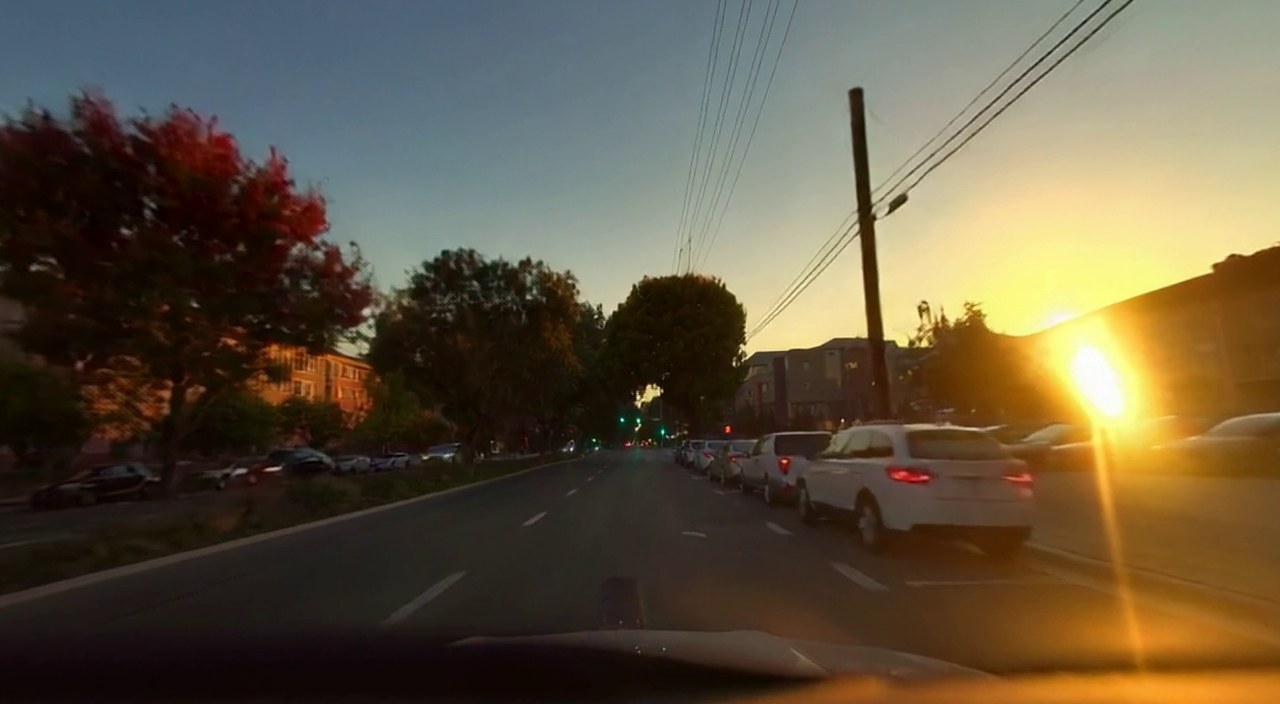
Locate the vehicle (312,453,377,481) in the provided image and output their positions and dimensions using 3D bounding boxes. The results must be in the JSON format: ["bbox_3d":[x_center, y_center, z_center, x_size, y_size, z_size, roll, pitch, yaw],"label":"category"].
[{"bbox_3d":[-18.201,7.084,39.141,1.958,1.534,4.428,0,-8,-1],"label":"vehicle"}]

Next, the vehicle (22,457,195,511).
[{"bbox_3d":[-17.882,4.424,21.641,1.932,1.510,4.685,0,-8,-2],"label":"vehicle"}]

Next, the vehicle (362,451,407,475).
[{"bbox_3d":[-18.231,7.910,45.185,1.760,1.566,3.664,0,-8,-2],"label":"vehicle"}]

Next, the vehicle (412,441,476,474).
[{"bbox_3d":[-11.363,6.141,37.055,2.127,1.752,4.889,0,-8,1],"label":"vehicle"}]

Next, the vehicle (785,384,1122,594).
[{"bbox_3d":[3.395,1.574,8.063,1.935,1.920,4.397,0,-8,-1],"label":"vehicle"}]

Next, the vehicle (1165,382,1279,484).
[{"bbox_3d":[15.157,1.977,15.160,5.586,2.094,2.297,6,-8,-33],"label":"vehicle"}]

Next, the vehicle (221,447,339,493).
[{"bbox_3d":[-14.537,4.738,25.861,2.150,1.700,4.442,0,-8,0],"label":"vehicle"}]
